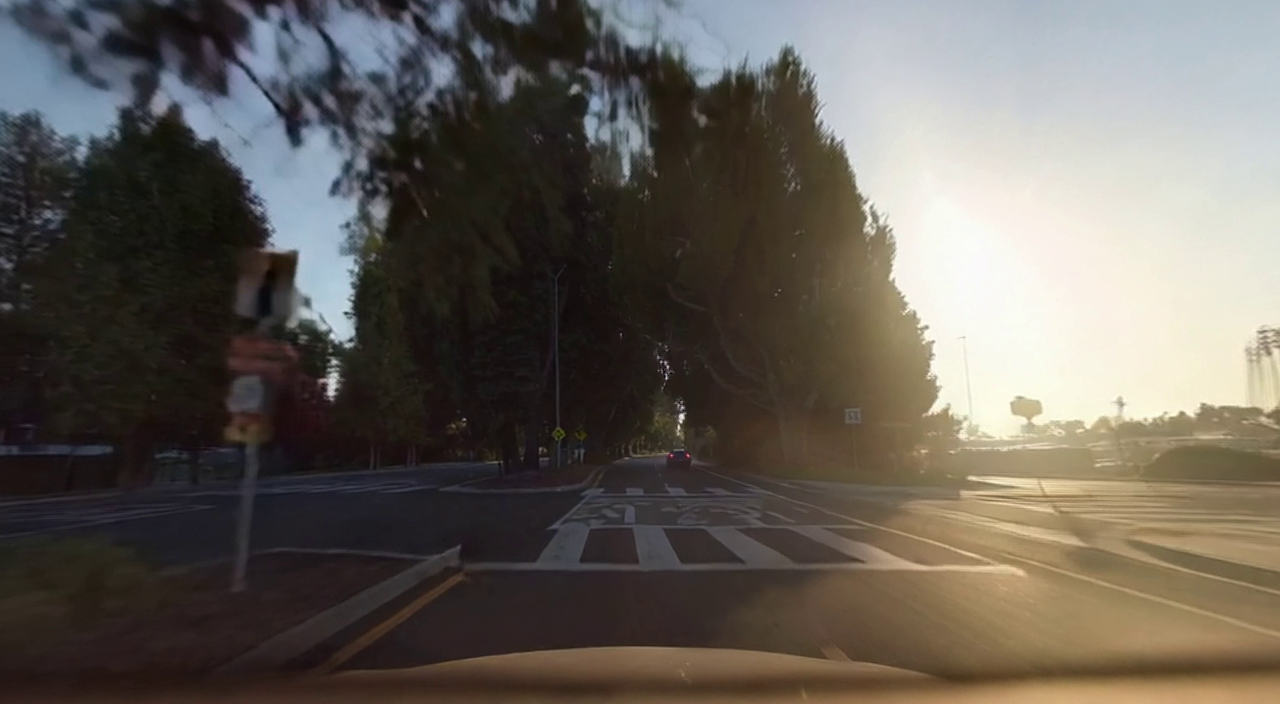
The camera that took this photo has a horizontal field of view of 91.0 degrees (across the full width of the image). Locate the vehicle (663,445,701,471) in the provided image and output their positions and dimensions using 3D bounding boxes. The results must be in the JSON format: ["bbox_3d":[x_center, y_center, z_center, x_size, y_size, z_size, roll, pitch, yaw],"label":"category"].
[{"bbox_3d":[2.582,6.717,40.044,2.044,1.537,4.528,0,-8,-1],"label":"vehicle"}]
